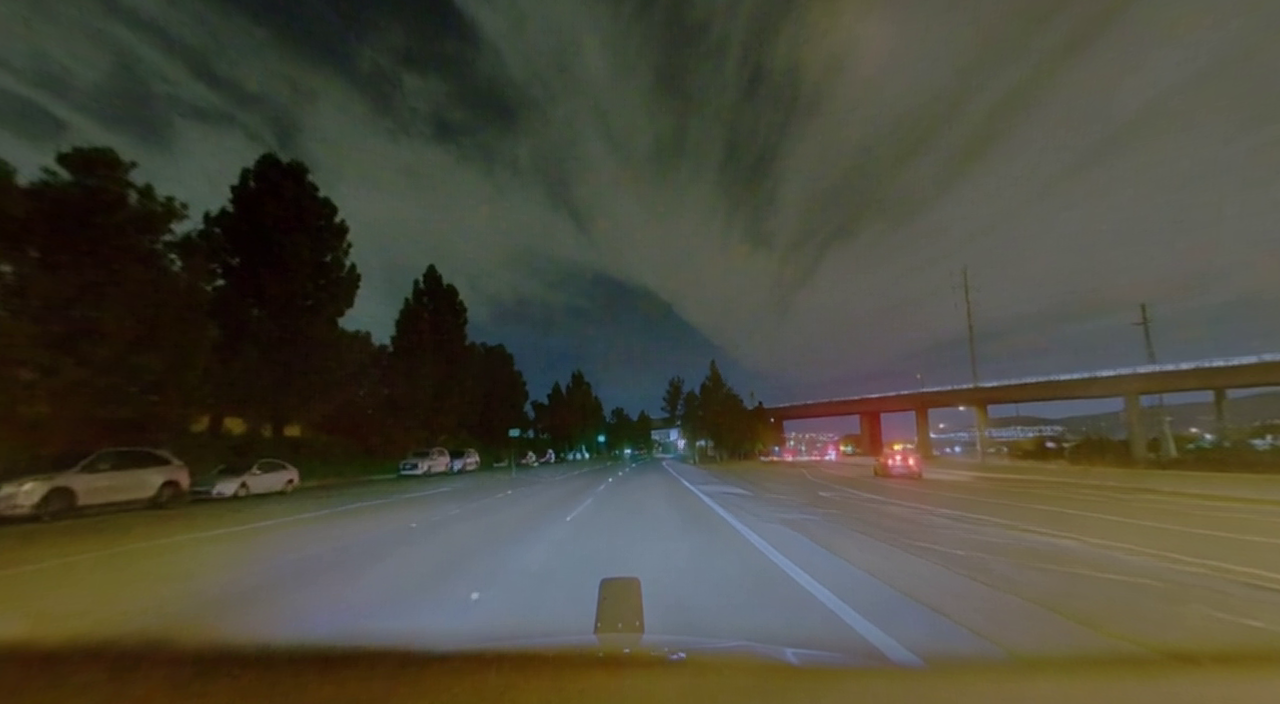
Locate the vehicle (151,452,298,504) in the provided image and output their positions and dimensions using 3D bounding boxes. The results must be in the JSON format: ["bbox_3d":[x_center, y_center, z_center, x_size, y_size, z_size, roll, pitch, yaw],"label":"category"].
[{"bbox_3d":[-13.727,4.202,21.277,1.847,1.498,4.368,1,-10,2],"label":"vehicle"}]

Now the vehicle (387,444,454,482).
[{"bbox_3d":[-13.083,6.647,38.083,2.136,2.016,5.354,2,-9,-1],"label":"vehicle"}]

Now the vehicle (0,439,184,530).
[{"bbox_3d":[-13.649,3.040,15.221,1.886,1.801,4.337,2,-8,2],"label":"vehicle"}]
